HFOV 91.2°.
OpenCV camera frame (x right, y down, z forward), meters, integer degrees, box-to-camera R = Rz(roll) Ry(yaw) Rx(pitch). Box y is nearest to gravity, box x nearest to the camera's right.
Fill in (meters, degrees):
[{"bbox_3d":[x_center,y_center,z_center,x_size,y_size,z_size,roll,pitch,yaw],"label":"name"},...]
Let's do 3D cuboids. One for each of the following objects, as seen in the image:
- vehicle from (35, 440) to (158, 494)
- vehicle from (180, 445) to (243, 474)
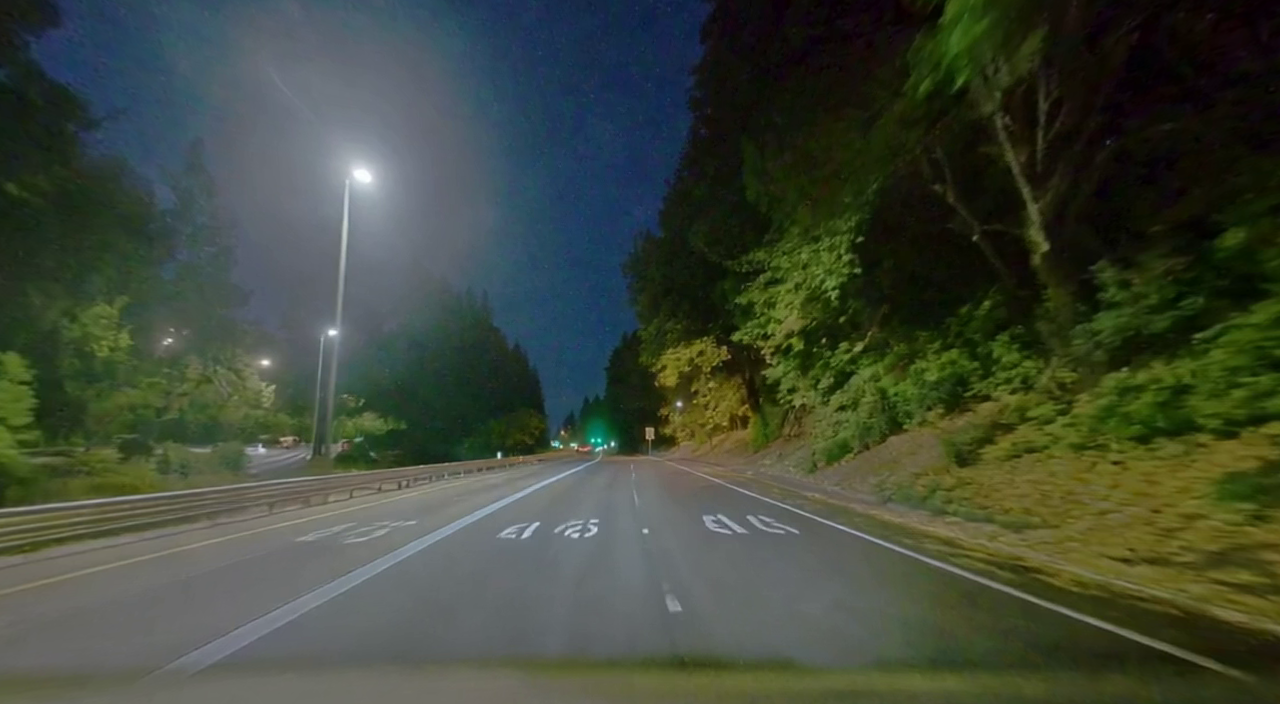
[{"bbox_3d":[-16.227,3.381,18.679,3.673,1.454,1.687,-6,-10,32],"label":"vehicle"},{"bbox_3d":[-23.576,5.885,34.429,3.857,1.479,1.711,-7,-11,38],"label":"vehicle"}]
